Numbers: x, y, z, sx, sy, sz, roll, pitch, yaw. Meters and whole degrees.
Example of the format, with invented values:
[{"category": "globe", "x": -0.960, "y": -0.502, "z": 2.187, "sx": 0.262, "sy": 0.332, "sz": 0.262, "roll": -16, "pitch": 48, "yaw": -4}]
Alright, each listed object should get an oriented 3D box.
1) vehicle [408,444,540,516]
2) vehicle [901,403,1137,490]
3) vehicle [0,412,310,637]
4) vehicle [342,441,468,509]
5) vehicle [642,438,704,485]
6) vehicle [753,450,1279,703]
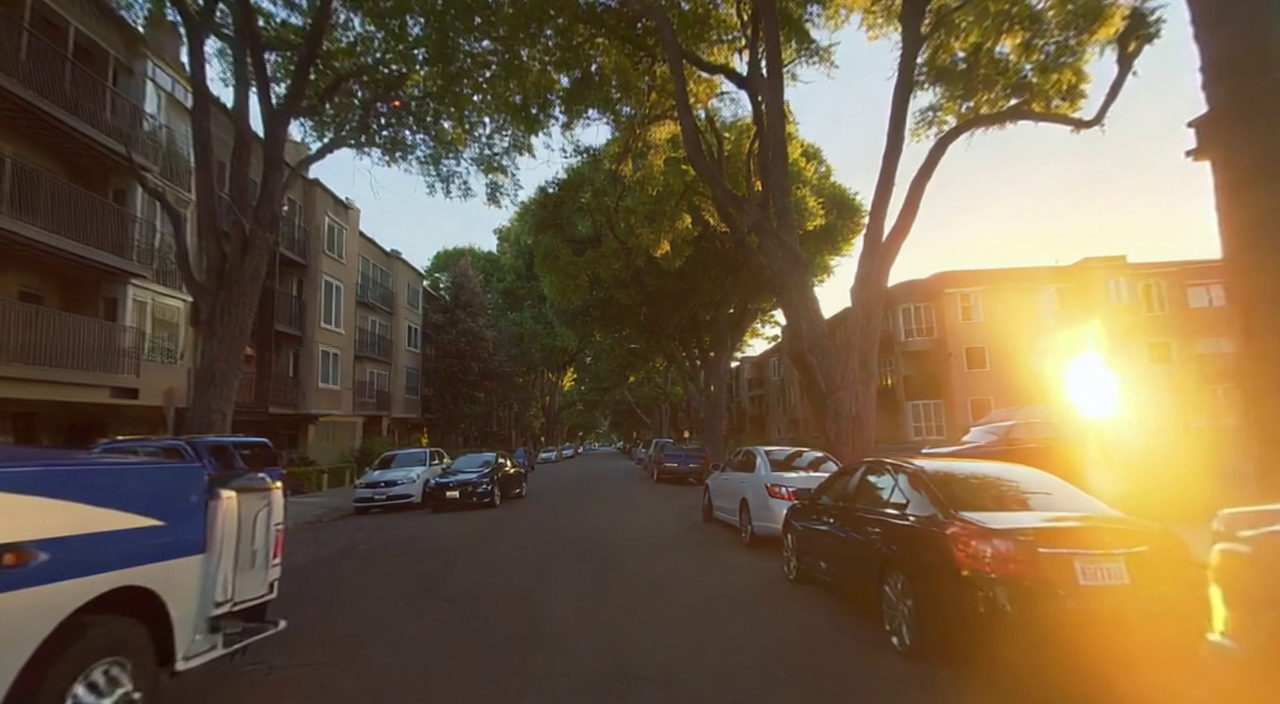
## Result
[{"category": "vehicle", "x": -3.866, "y": 3.037, "z": 15.604, "sx": 1.966, "sy": 1.515, "sz": 4.394, "roll": 0, "pitch": -8, "yaw": 2}, {"category": "vehicle", "x": 9.124, "y": 2.336, "z": 15.517, "sx": 4.416, "sy": 1.784, "sz": 1.929, "roll": -3, "pitch": -10, "yaw": -2}, {"category": "vehicle", "x": -6.700, "y": 1.889, "z": 7.845, "sx": 2.308, "sy": 1.877, "sz": 6.060, "roll": -4, "pitch": -8, "yaw": -3}, {"category": "vehicle", "x": -7.245, "y": 3.802, "z": 20.172, "sx": 2.215, "sy": 1.841, "sz": 5.172, "roll": 0, "pitch": -8, "yaw": -2}, {"category": "vehicle", "x": 1.201, "y": 4.227, "z": 24.721, "sx": 1.878, "sy": 1.664, "sz": 4.033, "roll": 1, "pitch": -8, "yaw": -5}, {"category": "vehicle", "x": 2.306, "y": 1.510, "z": 5.244, "sx": 1.720, "sy": 1.333, "sz": 4.233, "roll": 1, "pitch": -8, "yaw": -3}]
